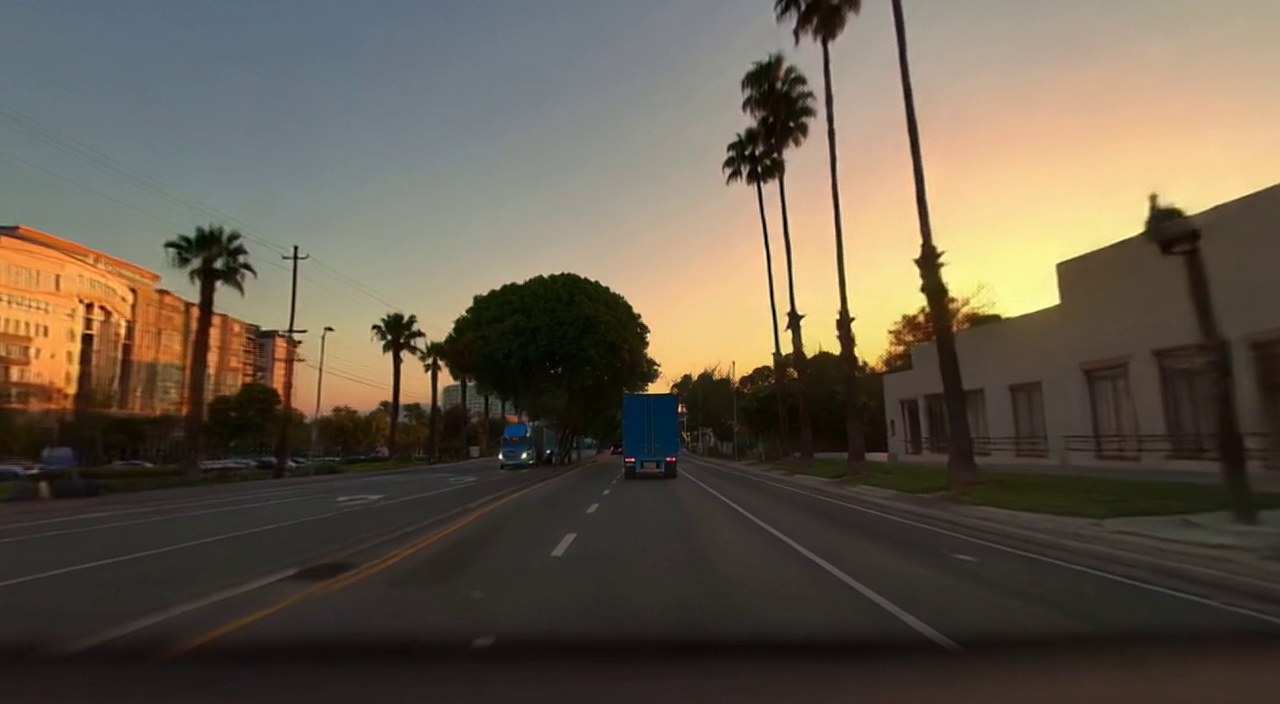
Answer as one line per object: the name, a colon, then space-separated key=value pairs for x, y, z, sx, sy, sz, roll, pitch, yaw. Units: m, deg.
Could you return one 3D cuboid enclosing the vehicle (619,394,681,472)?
vehicle: x=0.324 y=4.992 z=37.723 sx=2.992 sy=3.949 sz=11.815 roll=0 pitch=-9 yaw=-2
